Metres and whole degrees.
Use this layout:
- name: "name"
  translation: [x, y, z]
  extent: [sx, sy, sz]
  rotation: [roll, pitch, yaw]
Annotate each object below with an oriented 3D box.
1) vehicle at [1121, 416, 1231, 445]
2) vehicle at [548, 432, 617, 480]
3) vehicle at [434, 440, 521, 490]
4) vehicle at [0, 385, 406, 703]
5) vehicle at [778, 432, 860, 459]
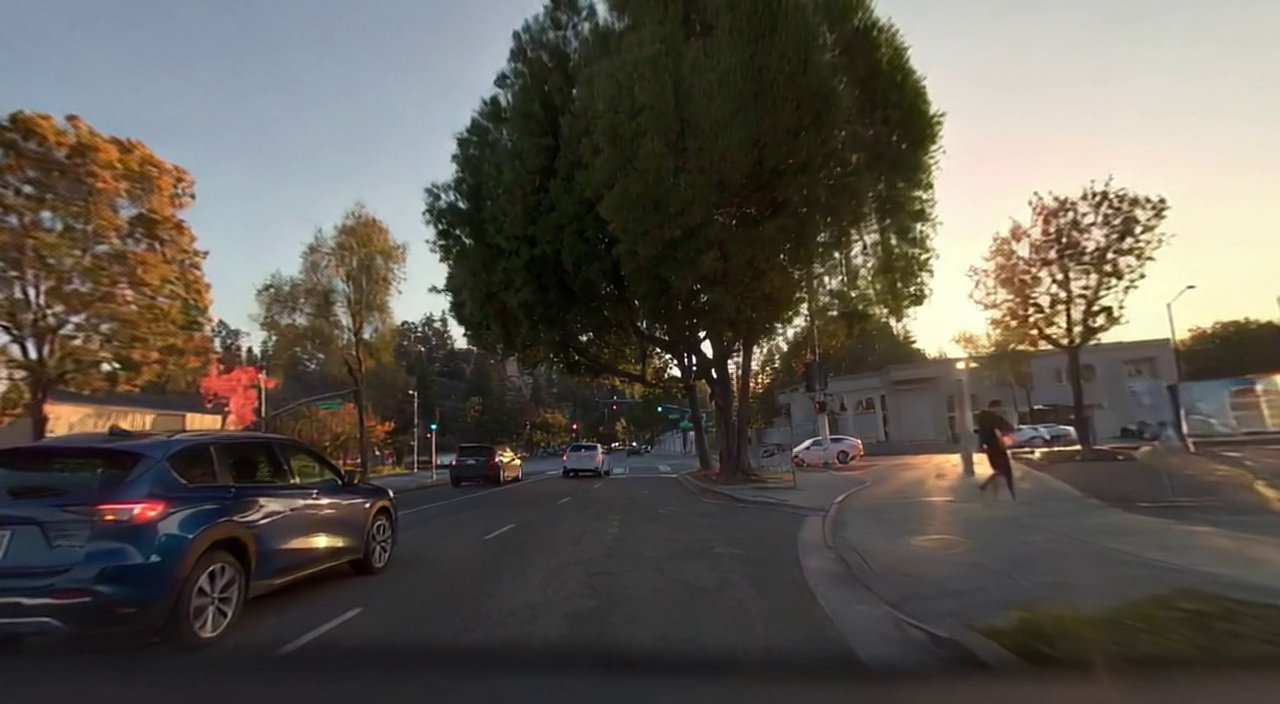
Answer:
- name: "vehicle"
  translation: [32.593, 4.838, 38.642]
  extent: [4.852, 1.680, 1.997]
  rotation: [-6, -10, 35]
- name: "vehicle"
  translation: [-2.386, 4.541, 27.487]
  extent: [2.167, 1.832, 4.679]
  rotation: [-2, -10, 5]
- name: "vehicle"
  translation: [-6.706, 4.690, 26.617]
  extent: [2.160, 1.779, 4.549]
  rotation: [-4, -9, 4]
- name: "vehicle"
  translation: [-3.751, 1.295, 5.062]
  extent: [2.002, 1.664, 4.113]
  rotation: [0, -8, 3]
- name: "vehicle"
  translation: [12.196, 6.377, 43.202]
  extent: [4.916, 1.746, 2.077]
  rotation: [-6, -10, 35]
